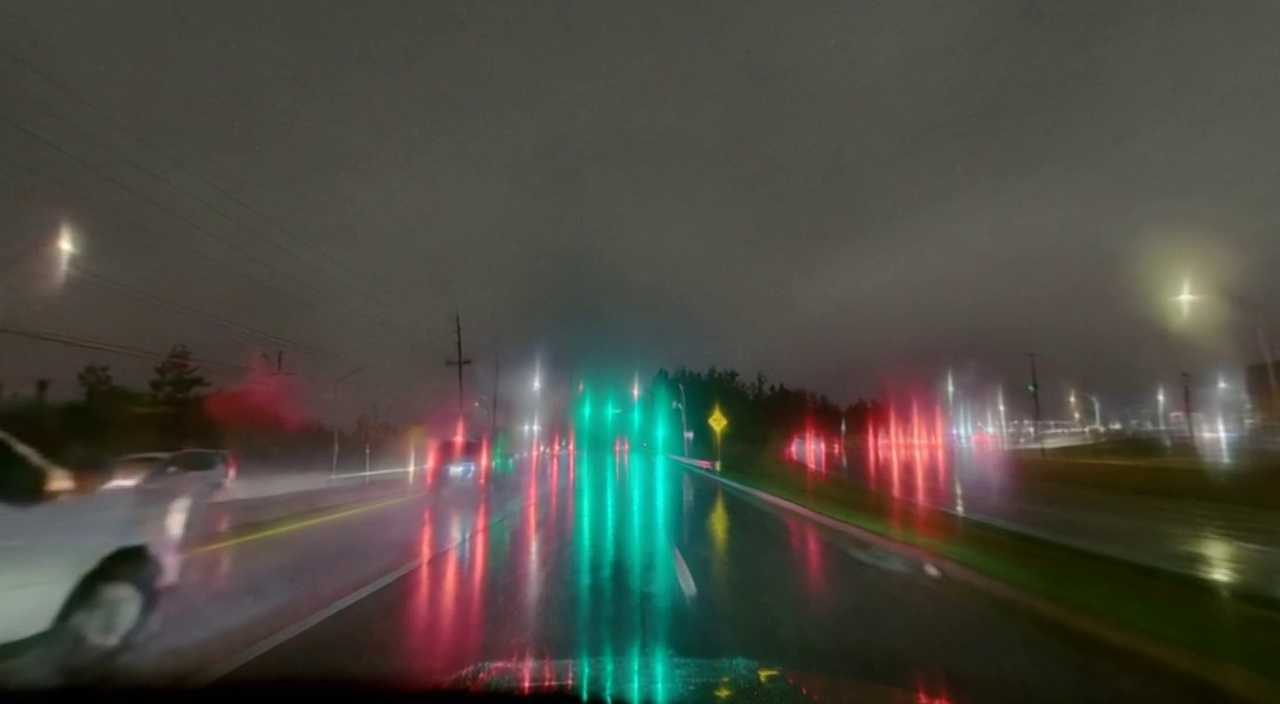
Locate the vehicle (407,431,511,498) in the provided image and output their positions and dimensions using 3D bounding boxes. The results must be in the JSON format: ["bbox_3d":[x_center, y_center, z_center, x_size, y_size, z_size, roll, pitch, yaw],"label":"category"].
[{"bbox_3d":[-5.083,3.221,18.399,2.041,1.698,4.094,0,-9,-4],"label":"vehicle"}]

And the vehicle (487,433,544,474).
[{"bbox_3d":[-6.097,5.033,31.530,2.337,1.862,4.924,1,-9,-6],"label":"vehicle"}]

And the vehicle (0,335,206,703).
[{"bbox_3d":[-3.910,0.692,1.805,2.189,1.807,4.467,0,-9,-1],"label":"vehicle"}]
